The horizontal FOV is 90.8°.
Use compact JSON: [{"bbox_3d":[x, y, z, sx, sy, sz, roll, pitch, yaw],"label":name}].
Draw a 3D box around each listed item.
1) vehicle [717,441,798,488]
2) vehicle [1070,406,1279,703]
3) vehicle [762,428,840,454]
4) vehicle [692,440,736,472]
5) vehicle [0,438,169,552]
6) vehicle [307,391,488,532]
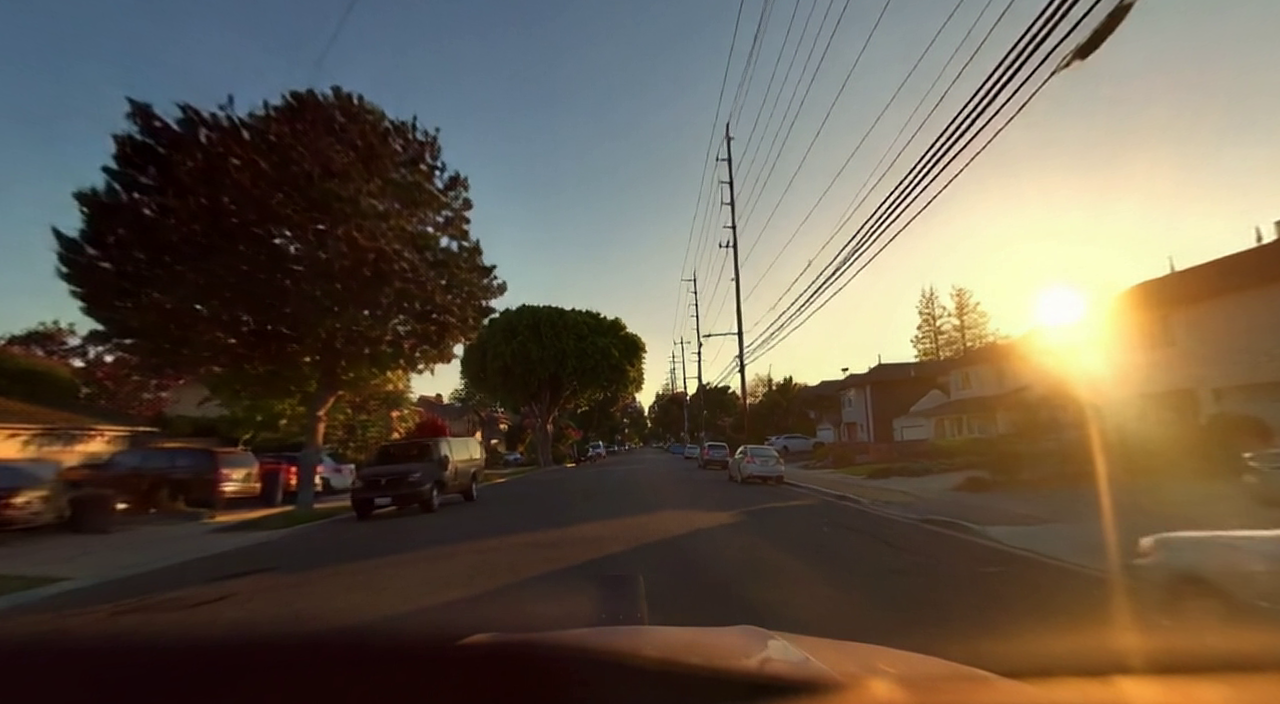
[{"bbox_3d":[4.185,4.077,23.255,2.016,1.544,4.645,0,-9,-1],"label":"vehicle"},{"bbox_3d":[3.980,0.838,1.772,2.086,1.493,4.927,0,-9,0],"label":"vehicle"},{"bbox_3d":[12.390,6.902,48.894,5.447,1.895,2.202,0,-8,1],"label":"vehicle"},{"bbox_3d":[4.296,6.099,37.380,2.105,1.755,4.749,0,-9,2],"label":"vehicle"},{"bbox_3d":[-12.589,2.577,11.886,5.419,1.885,2.461,0,-9,0],"label":"vehicle"},{"bbox_3d":[-5.972,2.784,16.680,2.313,2.875,6.057,-3,-8,1],"label":"vehicle"}]
